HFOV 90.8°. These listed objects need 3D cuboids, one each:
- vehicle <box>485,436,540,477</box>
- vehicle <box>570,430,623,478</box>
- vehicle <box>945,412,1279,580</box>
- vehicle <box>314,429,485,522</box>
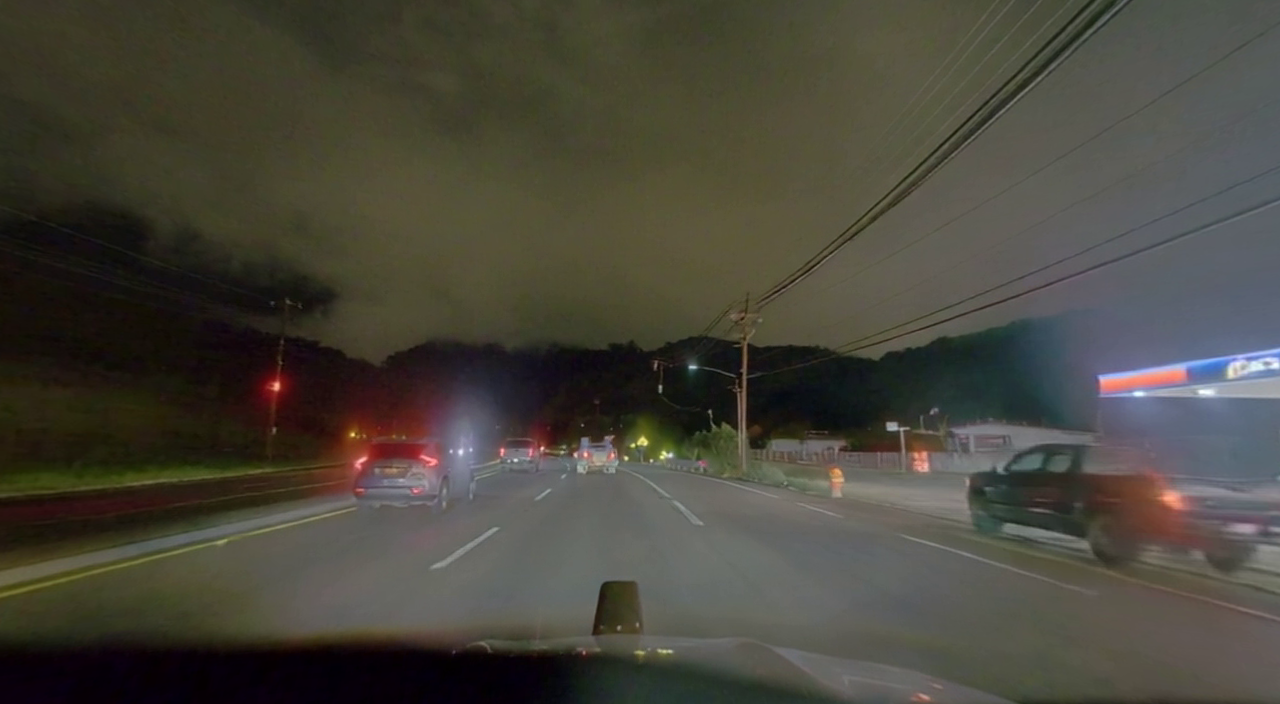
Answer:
[{"bbox_3d":[-6.906,5.720,34.845,2.345,2.012,5.693,1,-9,-6],"label":"vehicle"},{"bbox_3d":[-2.386,5.359,33.436,2.486,2.280,5.291,1,-9,-7],"label":"vehicle"},{"bbox_3d":[6.618,1.858,9.029,2.058,1.747,4.585,0,-9,-2],"label":"vehicle"},{"bbox_3d":[-5.080,2.651,14.180,2.185,1.721,4.550,0,-9,-2],"label":"vehicle"}]
